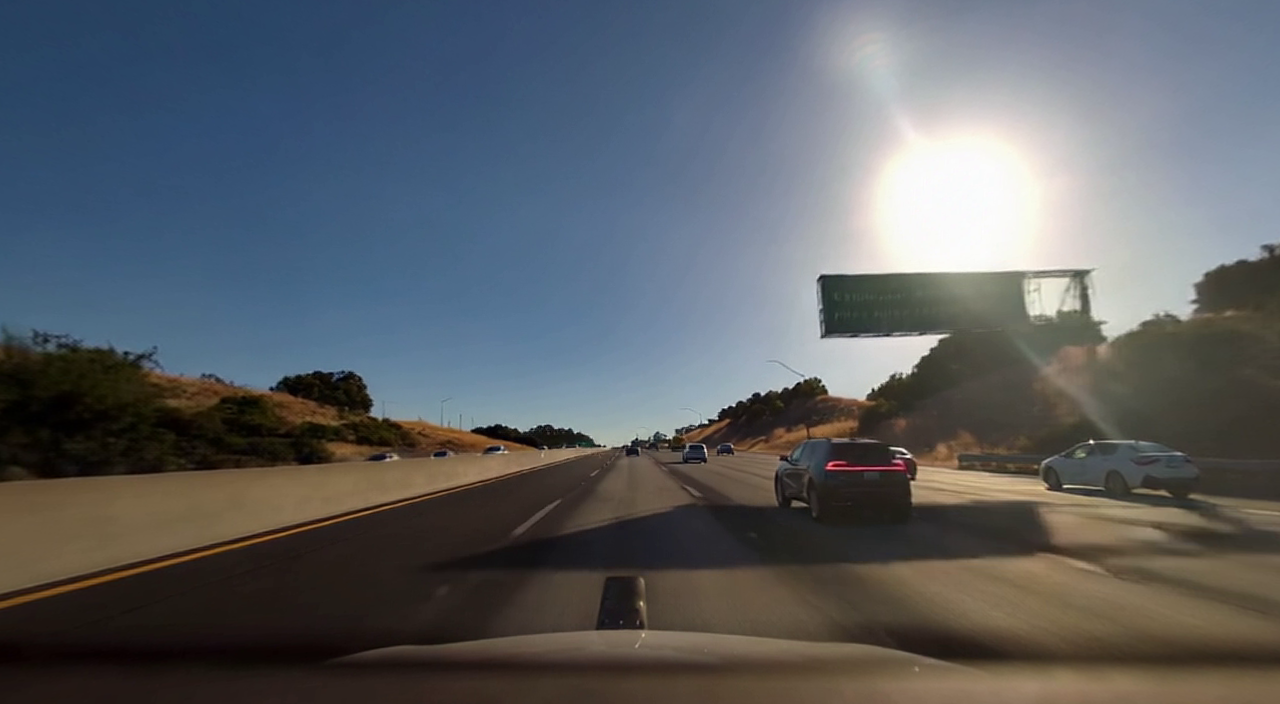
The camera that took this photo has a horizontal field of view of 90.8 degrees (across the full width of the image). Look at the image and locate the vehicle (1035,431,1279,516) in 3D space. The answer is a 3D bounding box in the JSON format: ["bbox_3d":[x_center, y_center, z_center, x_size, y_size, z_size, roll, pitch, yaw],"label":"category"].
[{"bbox_3d":[10.900,2.567,13.800,1.844,1.560,4.085,0,-9,0],"label":"vehicle"}]

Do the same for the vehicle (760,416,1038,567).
[{"bbox_3d":[3.215,1.836,9.113,1.977,1.601,4.598,0,-9,-1],"label":"vehicle"}]

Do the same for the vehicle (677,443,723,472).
[{"bbox_3d":[3.252,5.808,34.916,2.038,1.477,4.313,0,-9,-1],"label":"vehicle"}]
